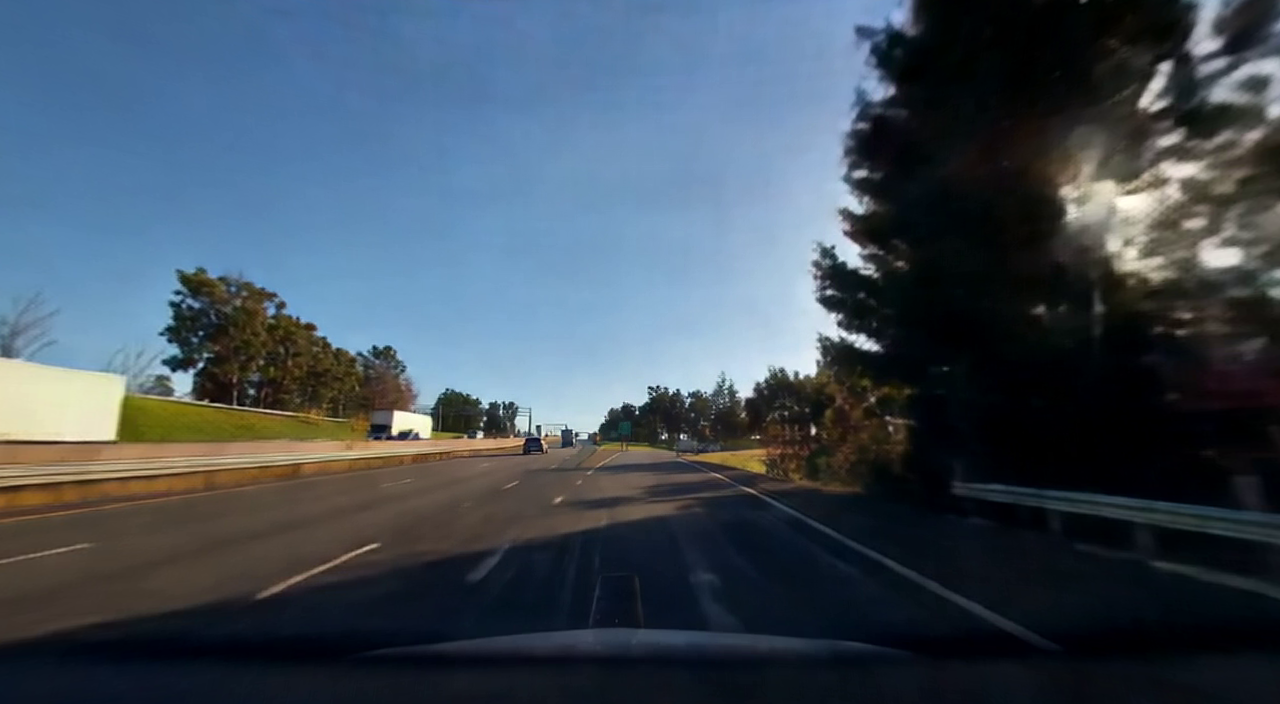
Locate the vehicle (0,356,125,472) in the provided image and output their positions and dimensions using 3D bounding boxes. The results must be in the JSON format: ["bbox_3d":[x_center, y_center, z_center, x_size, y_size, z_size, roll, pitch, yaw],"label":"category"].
[{"bbox_3d":[-23.659,1.907,20.079,2.832,3.989,14.520,0,-8,-3],"label":"vehicle"}]
